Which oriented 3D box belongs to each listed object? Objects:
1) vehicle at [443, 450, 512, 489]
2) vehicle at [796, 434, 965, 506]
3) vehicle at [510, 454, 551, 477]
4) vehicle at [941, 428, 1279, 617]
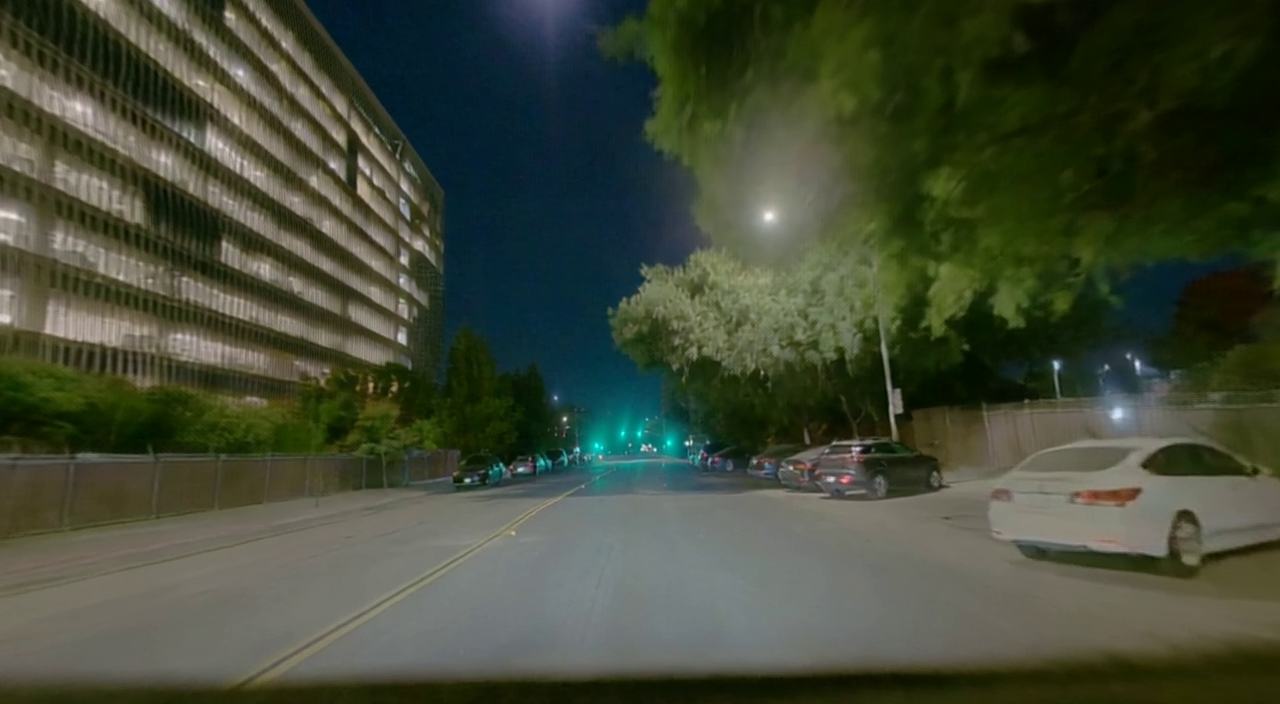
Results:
[{"bbox_3d":[-7.823,5.676,30.851,2.172,1.707,4.273,0,-8,1],"label":"vehicle"},{"bbox_3d":[6.396,3.049,16.801,3.954,1.666,2.213,5,-10,-33],"label":"vehicle"},{"bbox_3d":[-7.807,8.116,45.329,1.911,1.497,4.738,-1,-8,2],"label":"vehicle"},{"bbox_3d":[5.508,1.633,6.941,3.752,1.494,2.083,4,-10,-29],"label":"vehicle"}]
